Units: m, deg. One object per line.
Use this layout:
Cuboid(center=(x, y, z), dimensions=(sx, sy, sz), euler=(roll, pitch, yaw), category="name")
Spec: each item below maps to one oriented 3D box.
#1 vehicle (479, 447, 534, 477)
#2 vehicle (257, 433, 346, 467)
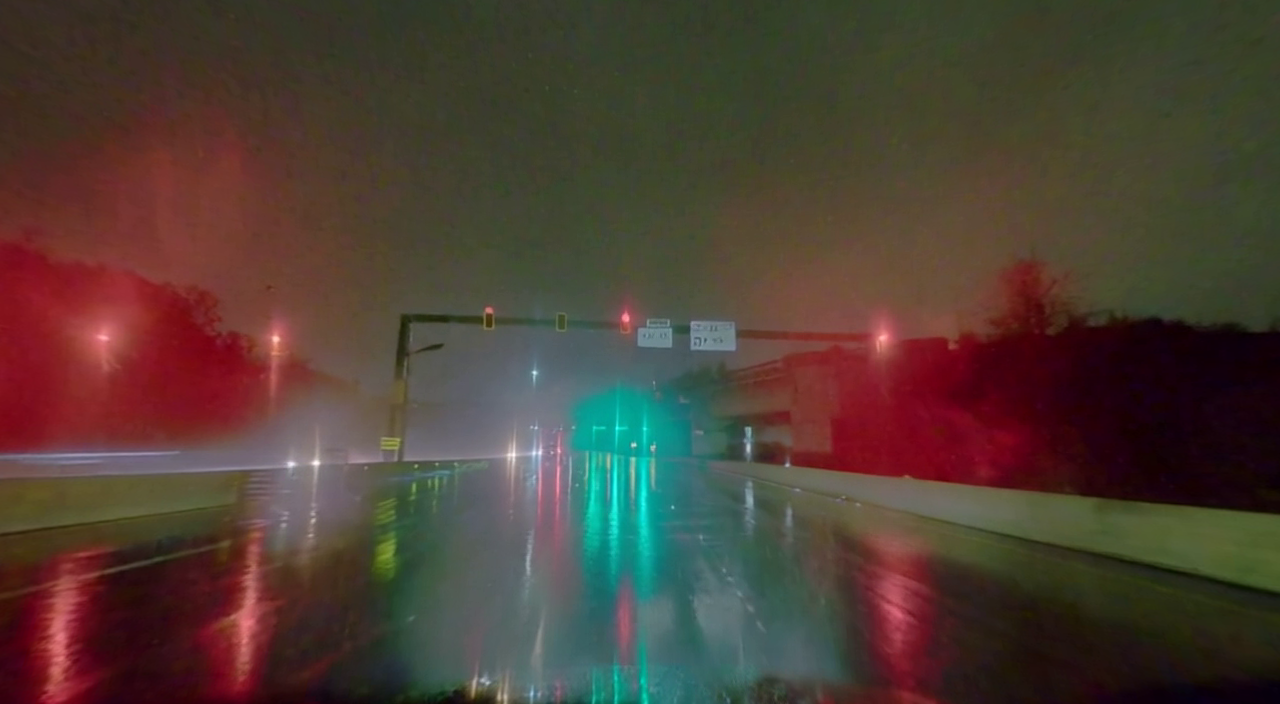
Cuboid(center=(-7.033, 5.840, 33.734), dimensions=(2.012, 1.456, 4.309), euler=(0, -9, 0), category="vehicle")
Cuboid(center=(-16.497, 4.800, 31.073), dimensions=(1.934, 1.523, 4.545), euler=(0, -9, -1), category="vehicle")
